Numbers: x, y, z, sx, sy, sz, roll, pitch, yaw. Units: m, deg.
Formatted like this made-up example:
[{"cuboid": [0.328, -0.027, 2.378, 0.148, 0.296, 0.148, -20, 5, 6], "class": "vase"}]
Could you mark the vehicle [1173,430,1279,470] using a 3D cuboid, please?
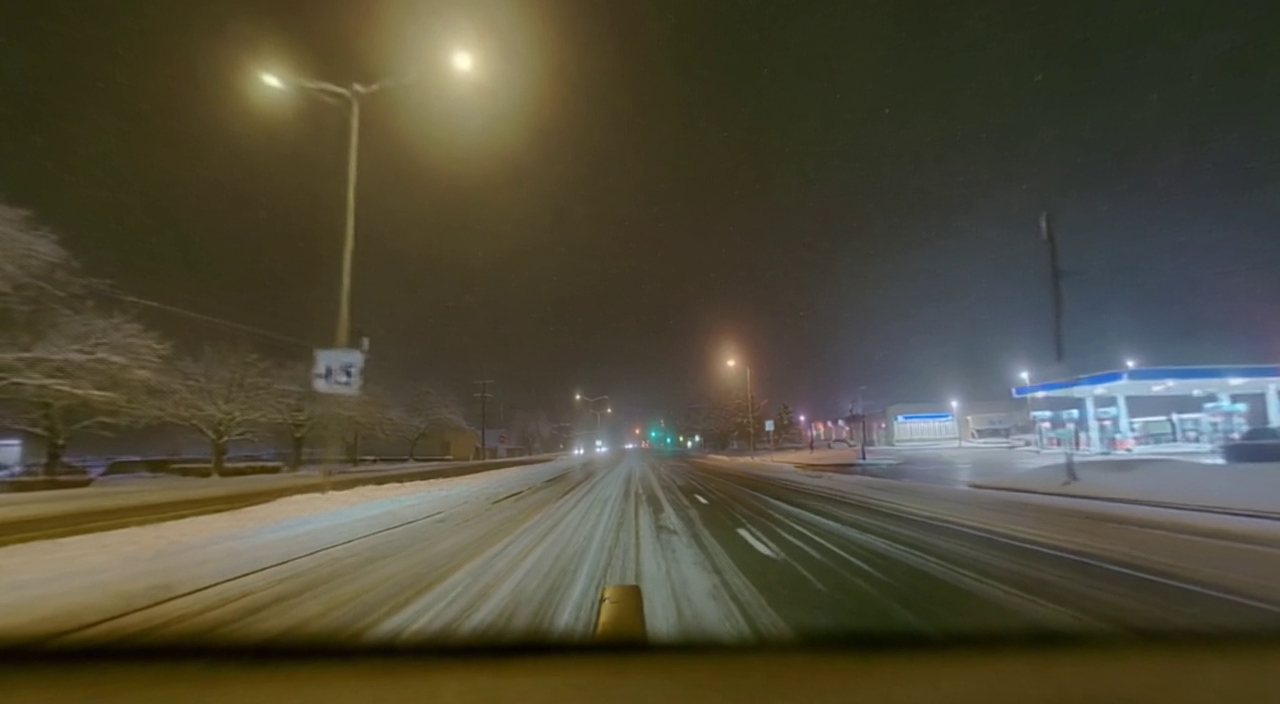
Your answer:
[{"cuboid": [23.076, 3.710, 24.002, 1.747, 1.371, 4.368, -2, -10, -1], "class": "vehicle"}]

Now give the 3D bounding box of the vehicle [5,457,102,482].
[{"cuboid": [-35.350, 7.055, 38.122, 4.209, 1.441, 1.793, -1, -9, 5], "class": "vehicle"}]
